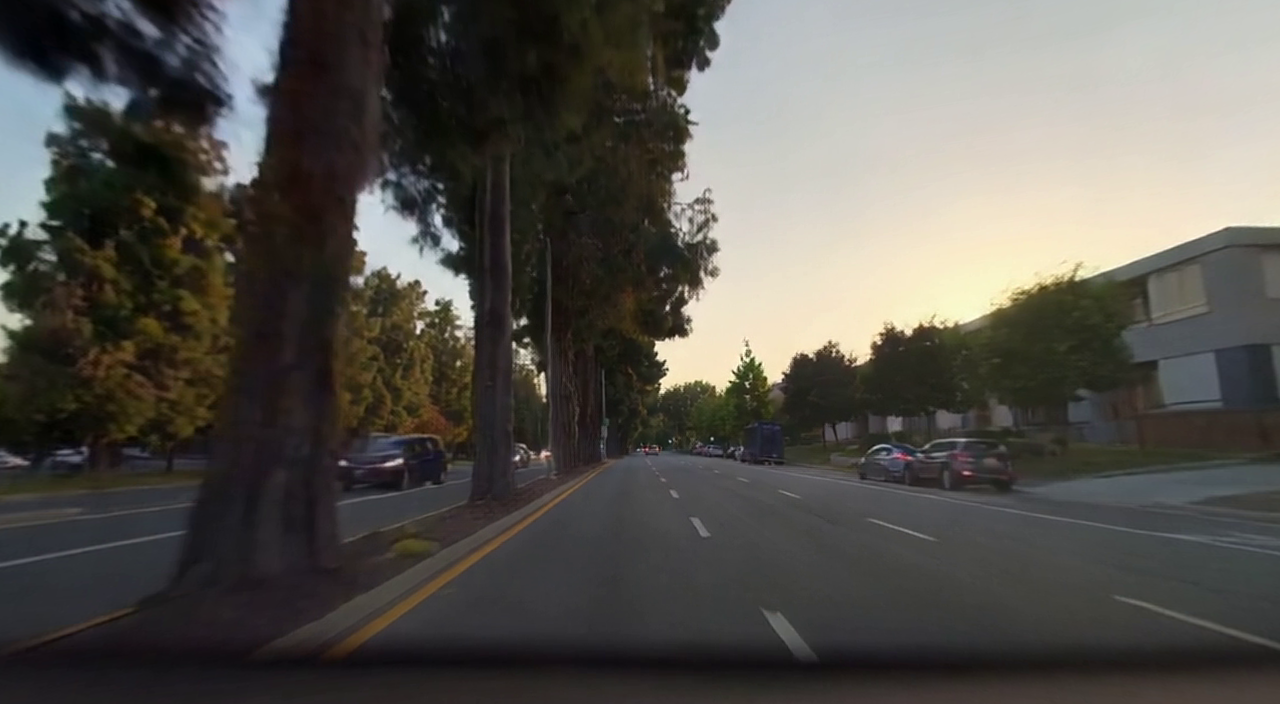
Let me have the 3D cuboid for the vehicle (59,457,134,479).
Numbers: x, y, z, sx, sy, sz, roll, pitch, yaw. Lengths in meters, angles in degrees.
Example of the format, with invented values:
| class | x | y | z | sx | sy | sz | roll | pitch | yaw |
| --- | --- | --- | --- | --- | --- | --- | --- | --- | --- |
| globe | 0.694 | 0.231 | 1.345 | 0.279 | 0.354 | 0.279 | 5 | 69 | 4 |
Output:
| class | x | y | z | sx | sy | sz | roll | pitch | yaw |
| --- | --- | --- | --- | --- | --- | --- | --- | --- | --- |
| vehicle | -41.037 | 8.747 | 47.833 | 2.016 | 1.430 | 4.269 | -3 | -8 | -2 |

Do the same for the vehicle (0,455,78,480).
| class | x | y | z | sx | sy | sz | roll | pitch | yaw |
| --- | --- | --- | --- | --- | --- | --- | --- | --- | --- |
| vehicle | -46.182 | 8.825 | 48.398 | 1.943 | 1.705 | 4.610 | 0 | -8 | 1 |

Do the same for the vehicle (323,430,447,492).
| class | x | y | z | sx | sy | sz | roll | pitch | yaw |
| --- | --- | --- | --- | --- | --- | --- | --- | --- | --- |
| vehicle | -8.752 | 3.768 | 22.276 | 2.212 | 1.904 | 4.986 | 0 | -8 | 1 |

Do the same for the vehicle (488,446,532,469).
| class | x | y | z | sx | sy | sz | roll | pitch | yaw |
| --- | --- | --- | --- | --- | --- | --- | --- | --- | --- |
| vehicle | -9.094 | 7.425 | 44.584 | 2.001 | 1.477 | 4.754 | 0 | -8 | 1 |

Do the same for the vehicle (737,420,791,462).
| class | x | y | z | sx | sy | sz | roll | pitch | yaw |
| --- | --- | --- | --- | --- | --- | --- | --- | --- | --- |
| vehicle | 9.467 | 6.986 | 49.200 | 2.670 | 3.016 | 7.732 | 0 | -9 | 0 |

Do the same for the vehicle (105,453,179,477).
| class | x | y | z | sx | sy | sz | roll | pitch | yaw |
| --- | --- | --- | --- | --- | --- | --- | --- | --- | --- |
| vehicle | -38.211 | 8.655 | 48.582 | 1.943 | 1.644 | 4.418 | 0 | -8 | 2 |

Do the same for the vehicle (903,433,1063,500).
| class | x | y | z | sx | sy | sz | roll | pitch | yaw |
| --- | --- | --- | --- | --- | --- | --- | --- | --- | --- |
| vehicle | 10.238 | 3.439 | 19.477 | 2.043 | 1.761 | 5.022 | 0 | -8 | -1 |
